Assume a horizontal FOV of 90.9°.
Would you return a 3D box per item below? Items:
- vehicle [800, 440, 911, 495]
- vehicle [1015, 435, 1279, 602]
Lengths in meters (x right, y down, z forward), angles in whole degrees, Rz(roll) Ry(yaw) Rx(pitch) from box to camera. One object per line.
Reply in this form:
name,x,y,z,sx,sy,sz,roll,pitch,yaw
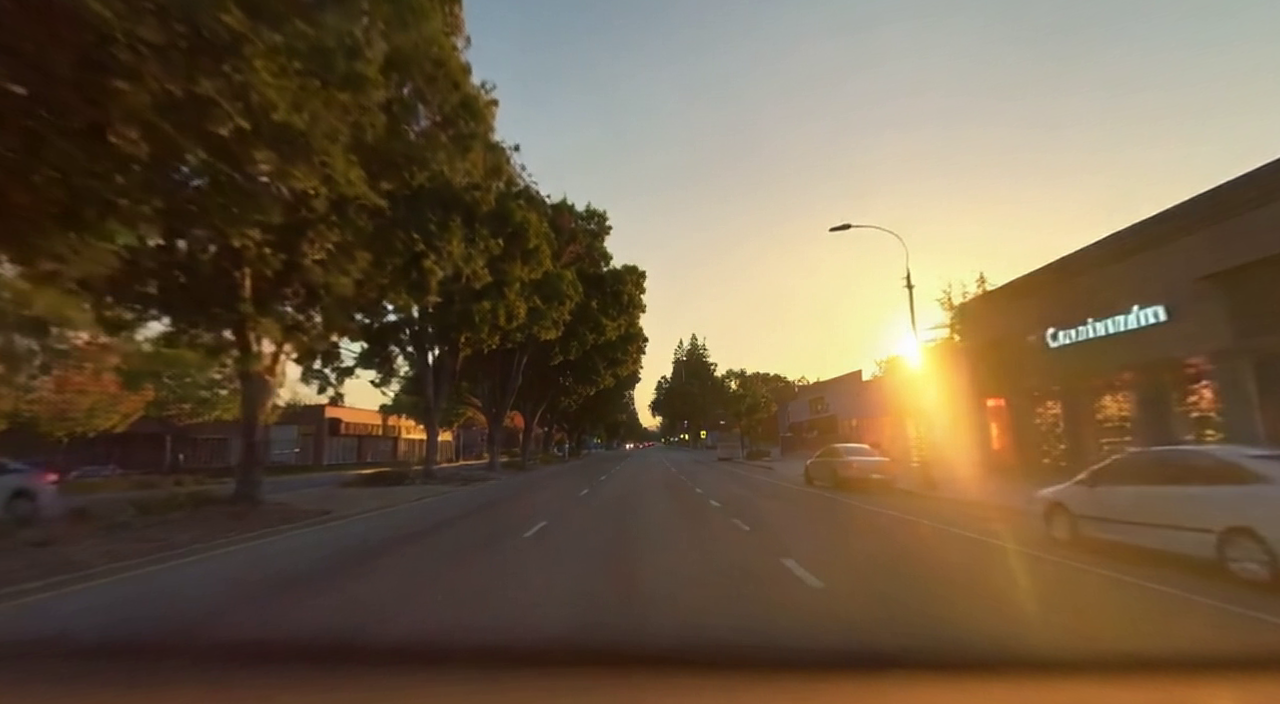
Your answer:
vehicle,6.695,3.606,20.173,1.923,1.498,4.676,0,-8,0
vehicle,6.684,1.663,6.833,2.119,1.458,4.965,1,-8,-1
